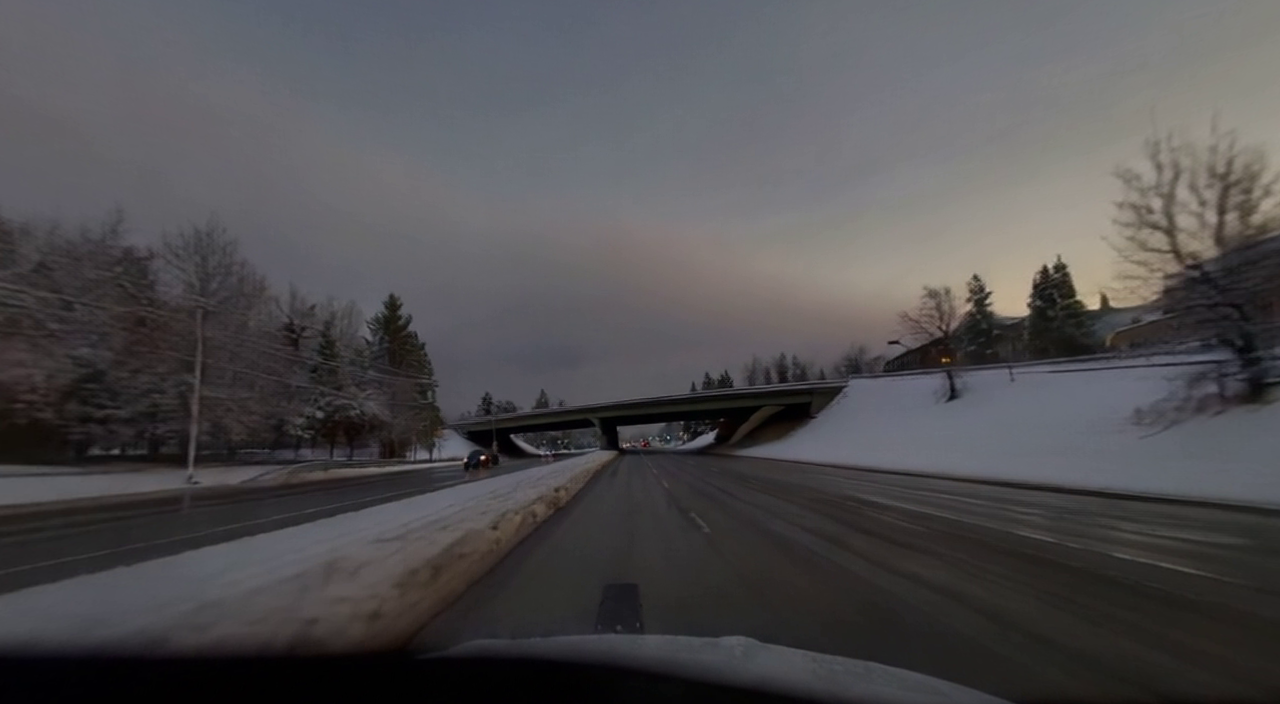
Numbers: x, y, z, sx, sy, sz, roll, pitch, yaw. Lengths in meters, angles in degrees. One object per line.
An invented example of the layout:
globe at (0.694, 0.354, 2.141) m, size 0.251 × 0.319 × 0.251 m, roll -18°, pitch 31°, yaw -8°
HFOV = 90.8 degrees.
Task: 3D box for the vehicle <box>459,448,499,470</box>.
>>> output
vehicle at (-12.360, 8.260, 48.855) m, size 1.932 × 1.615 × 4.235 m, roll 0°, pitch -9°, yaw 0°
